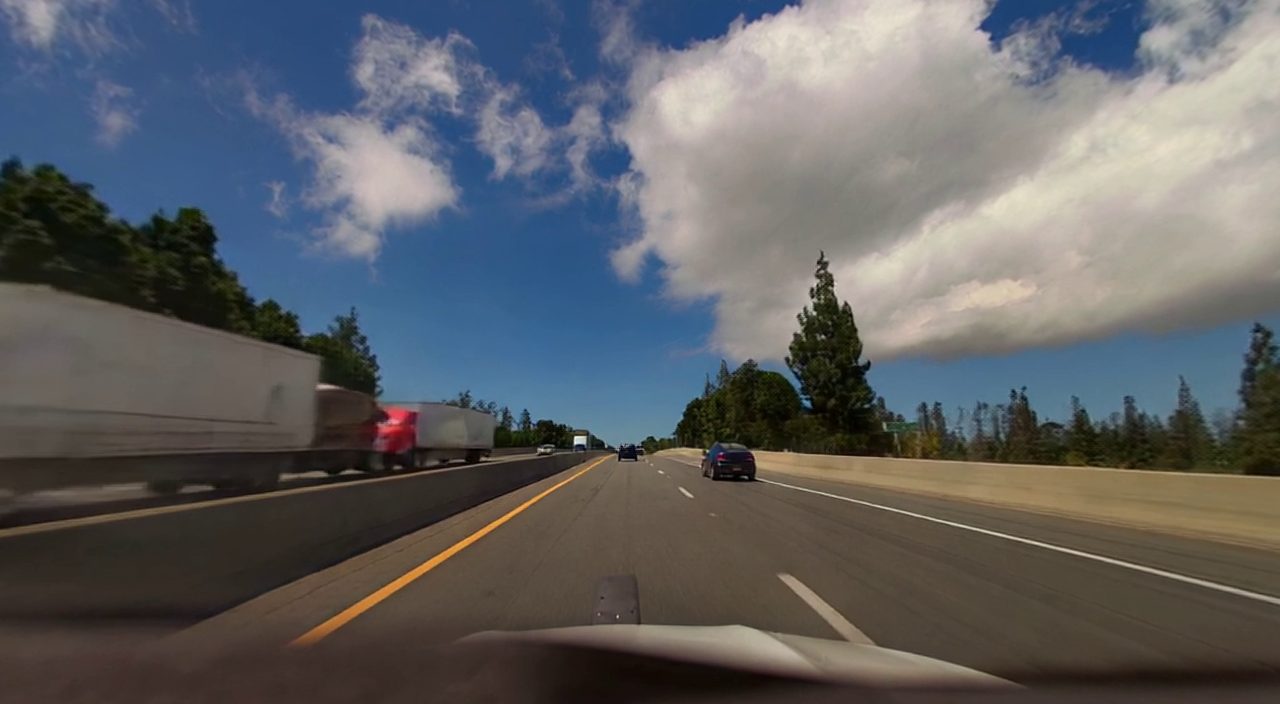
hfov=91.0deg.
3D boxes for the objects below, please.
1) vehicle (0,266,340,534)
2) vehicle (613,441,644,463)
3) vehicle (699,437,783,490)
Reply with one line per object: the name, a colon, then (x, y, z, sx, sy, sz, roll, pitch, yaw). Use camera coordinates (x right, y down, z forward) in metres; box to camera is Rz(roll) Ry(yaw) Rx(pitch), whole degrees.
vehicle: (-11.081, 1.389, 13.988, 2.876, 3.973, 12.525, 0, -8, -1)
vehicle: (-0.875, 7.393, 46.689, 2.178, 1.559, 4.254, 0, -8, -1)
vehicle: (3.171, 3.586, 20.594, 2.146, 1.546, 3.796, -1, -8, 1)
